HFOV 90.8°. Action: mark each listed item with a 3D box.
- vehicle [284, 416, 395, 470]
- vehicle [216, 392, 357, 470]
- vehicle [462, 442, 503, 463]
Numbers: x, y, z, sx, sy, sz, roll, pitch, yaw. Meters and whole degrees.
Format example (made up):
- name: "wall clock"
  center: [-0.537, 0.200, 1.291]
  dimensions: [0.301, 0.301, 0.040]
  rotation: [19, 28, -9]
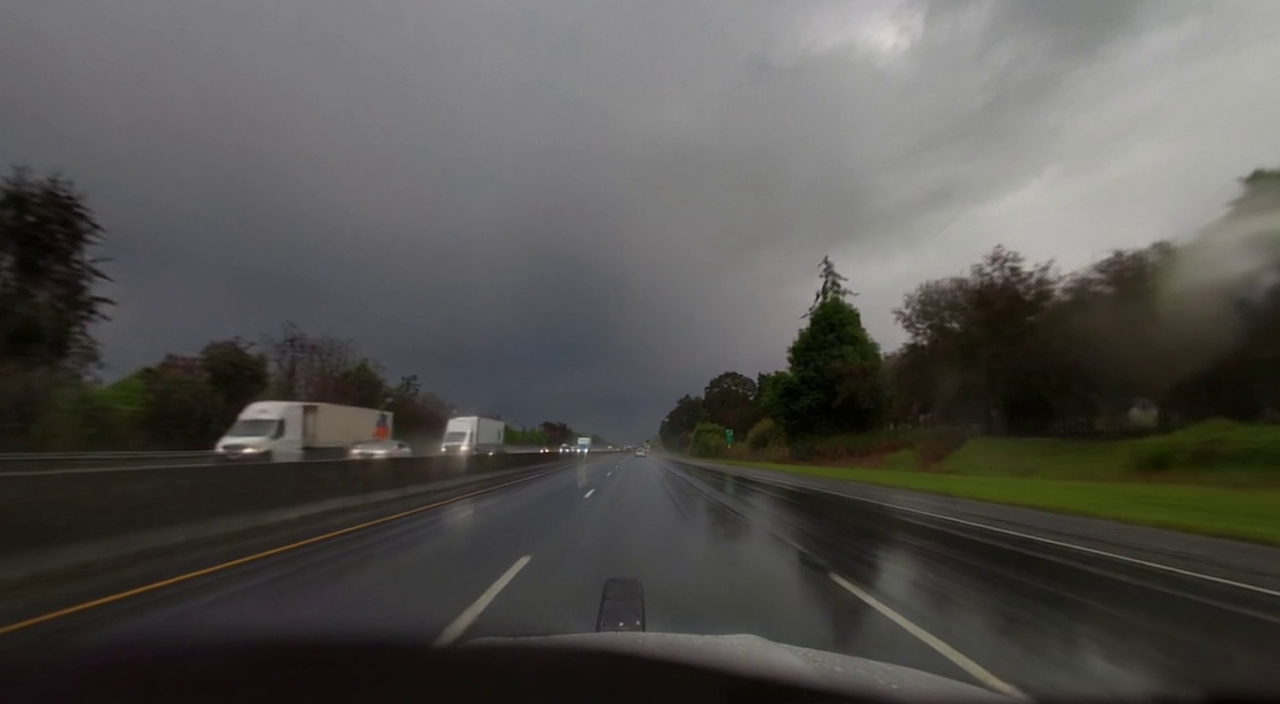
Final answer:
- name: "vehicle"
  center: [-15.278, 4.730, 32.694]
  dimensions: [2.524, 2.474, 6.600]
  rotation: [0, -9, 0]
- name: "vehicle"
  center: [-19.305, 4.497, 35.273]
  dimensions: [3.262, 3.832, 7.945]
  rotation: [0, -9, -1]
- name: "vehicle"
  center: [-11.770, 7.545, 47.320]
  dimensions: [1.992, 1.503, 4.414]
  rotation: [0, -9, -1]
